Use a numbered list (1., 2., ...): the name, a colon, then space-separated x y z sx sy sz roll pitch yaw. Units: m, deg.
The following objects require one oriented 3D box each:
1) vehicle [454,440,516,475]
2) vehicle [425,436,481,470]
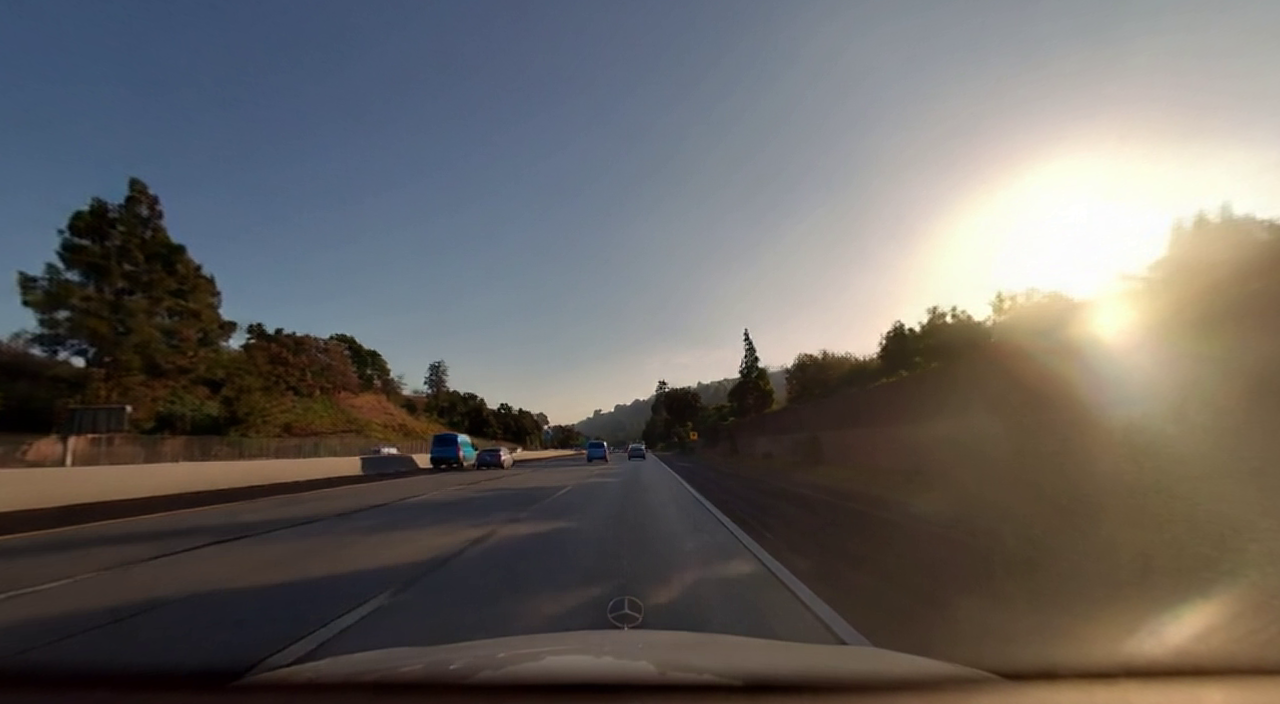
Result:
1. vehicle: -7.586 5.207 31.322 2.014 1.598 4.015 0 -8 1
2. vehicle: -11.087 6.012 37.735 1.977 1.870 4.525 0 -8 0
